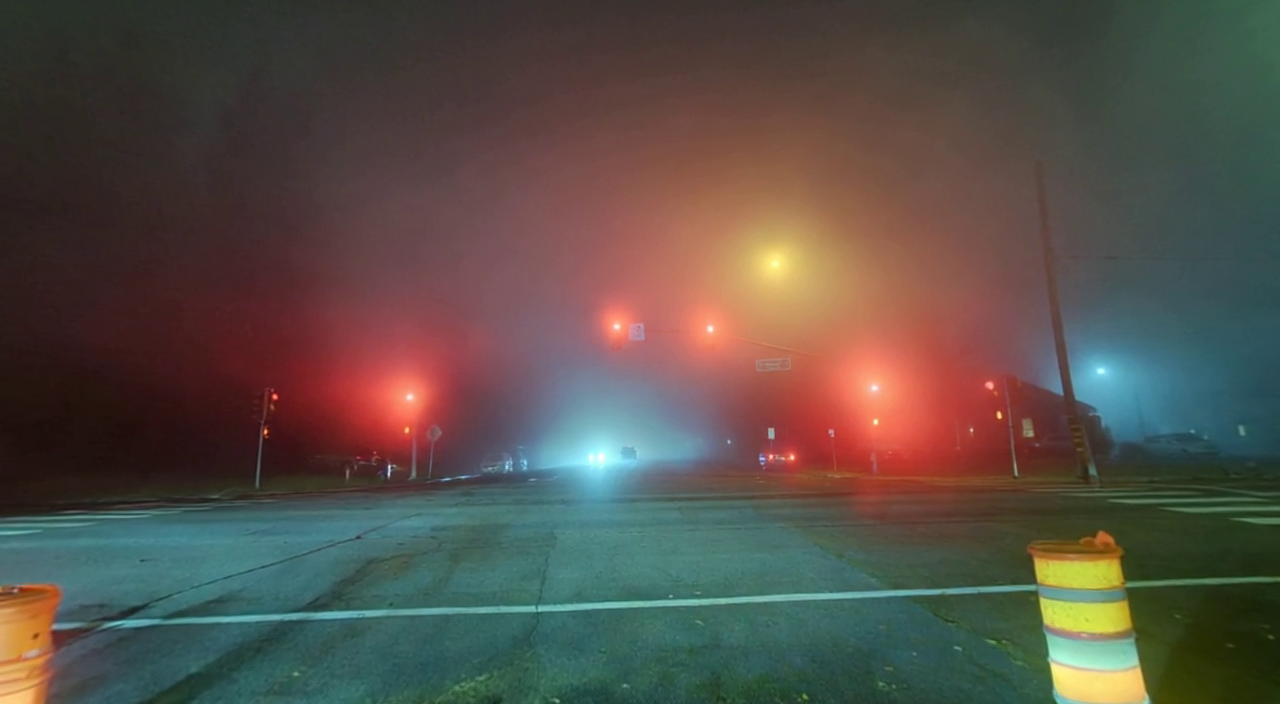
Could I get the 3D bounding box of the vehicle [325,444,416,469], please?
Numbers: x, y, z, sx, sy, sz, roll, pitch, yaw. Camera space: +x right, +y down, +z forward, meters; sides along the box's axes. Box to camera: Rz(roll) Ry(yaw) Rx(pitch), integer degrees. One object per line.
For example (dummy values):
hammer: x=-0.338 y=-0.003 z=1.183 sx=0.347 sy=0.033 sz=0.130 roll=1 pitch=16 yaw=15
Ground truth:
vehicle: x=-16.393 y=6.370 z=38.591 sx=4.713 sy=1.409 sz=1.918 roll=0 pitch=-8 yaw=-2

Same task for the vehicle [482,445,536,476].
vehicle: x=-6.610 y=5.526 z=32.386 sx=1.881 sy=1.452 sz=4.121 roll=0 pitch=-8 yaw=0

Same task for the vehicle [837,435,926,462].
vehicle: x=15.375 y=6.174 z=40.325 sx=4.892 sy=1.656 sz=1.856 roll=0 pitch=-8 yaw=0
